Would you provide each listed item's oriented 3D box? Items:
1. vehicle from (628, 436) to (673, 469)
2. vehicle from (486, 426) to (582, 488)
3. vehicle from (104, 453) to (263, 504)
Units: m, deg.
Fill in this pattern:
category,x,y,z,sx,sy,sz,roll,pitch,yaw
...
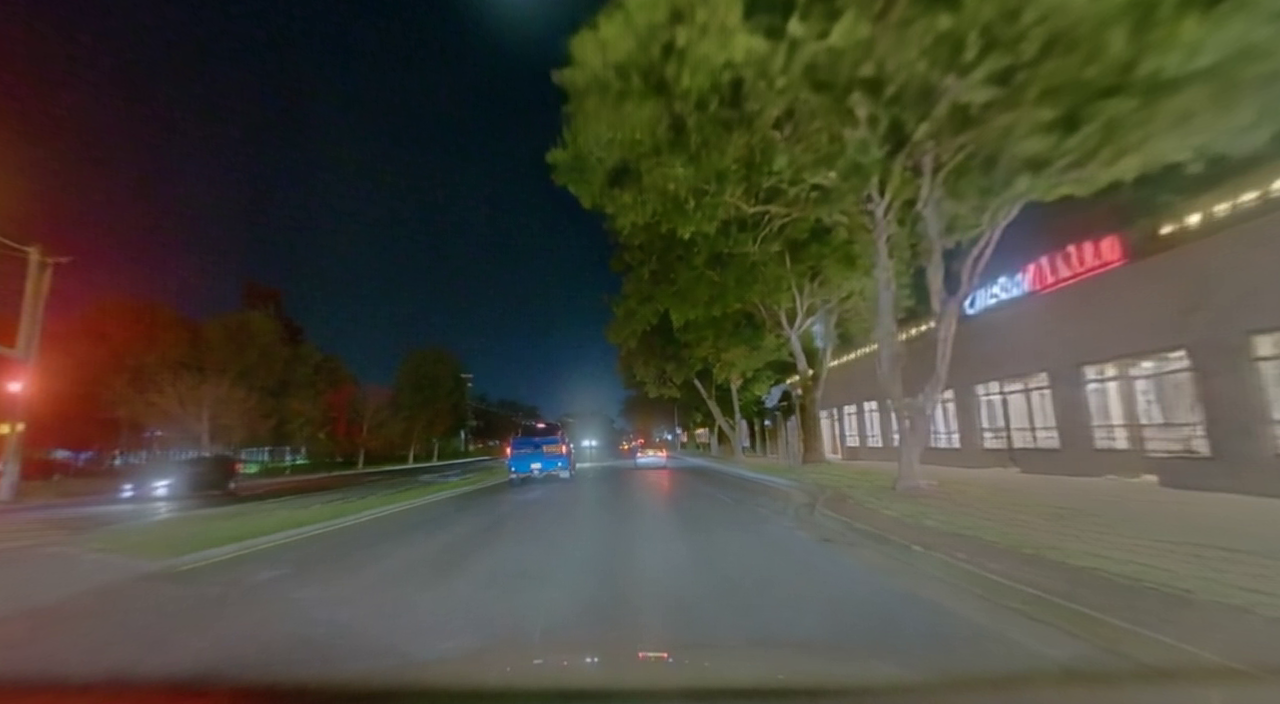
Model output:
category,x,y,z,sx,sy,sz,roll,pitch,yaw
vehicle,0.469,4.943,31.242,2.103,1.487,4.101,0,-9,-1
vehicle,-3.346,3.468,21.146,2.464,1.777,5.128,0,-9,-2
vehicle,-15.846,4.384,22.359,1.912,1.432,5.070,-3,-9,0
